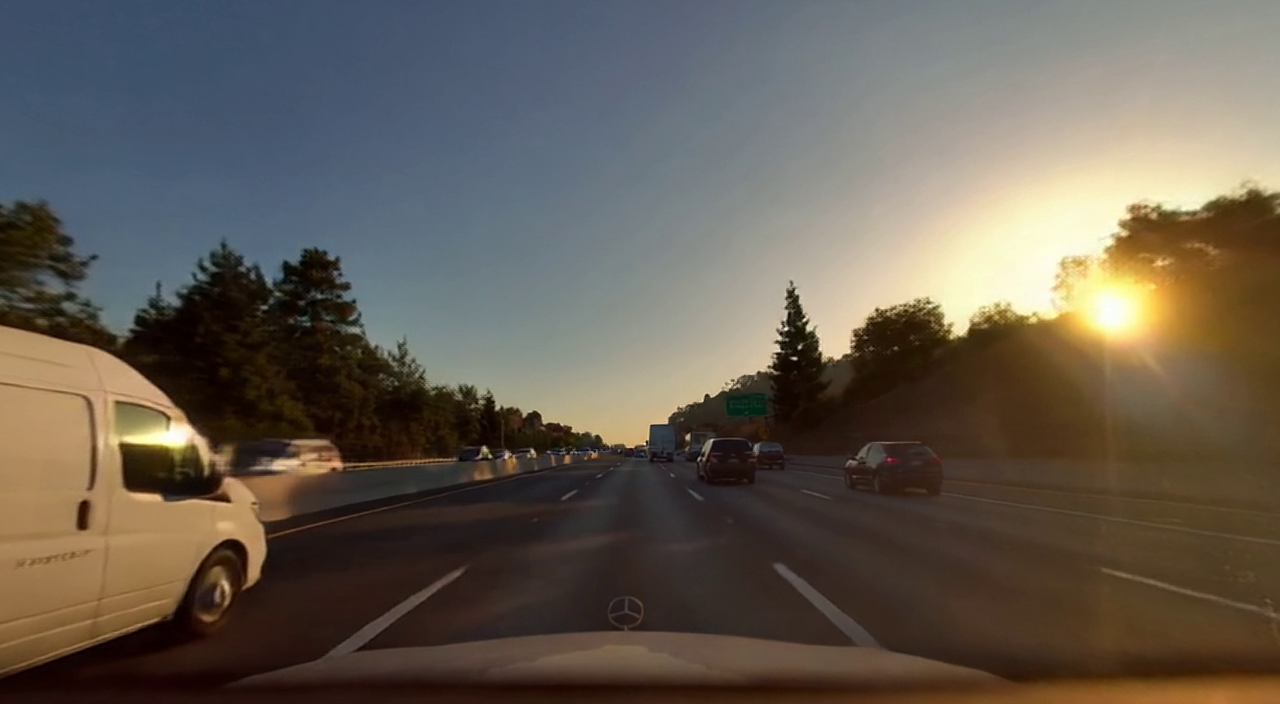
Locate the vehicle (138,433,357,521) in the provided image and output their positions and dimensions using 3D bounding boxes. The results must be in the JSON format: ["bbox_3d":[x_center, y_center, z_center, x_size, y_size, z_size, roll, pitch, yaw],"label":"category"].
[{"bbox_3d":[-8.562,2.730,14.399,2.112,1.672,4.433,0,-8,0],"label":"vehicle"}]

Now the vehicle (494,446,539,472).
[{"bbox_3d":[-8.148,7.086,42.092,2.081,1.656,4.378,0,-8,0],"label":"vehicle"}]

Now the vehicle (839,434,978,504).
[{"bbox_3d":[7.326,3.210,17.767,1.976,1.703,4.288,0,-8,-1],"label":"vehicle"}]

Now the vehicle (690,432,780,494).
[{"bbox_3d":[3.074,3.726,21.529,2.209,1.862,4.717,0,-8,-1],"label":"vehicle"}]

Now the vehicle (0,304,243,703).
[{"bbox_3d":[-3.837,0.594,1.554,2.159,1.922,5.345,0,-8,1],"label":"vehicle"}]

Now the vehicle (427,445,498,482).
[{"bbox_3d":[-8.247,5.190,29.744,1.959,1.584,4.421,0,-8,1],"label":"vehicle"}]
